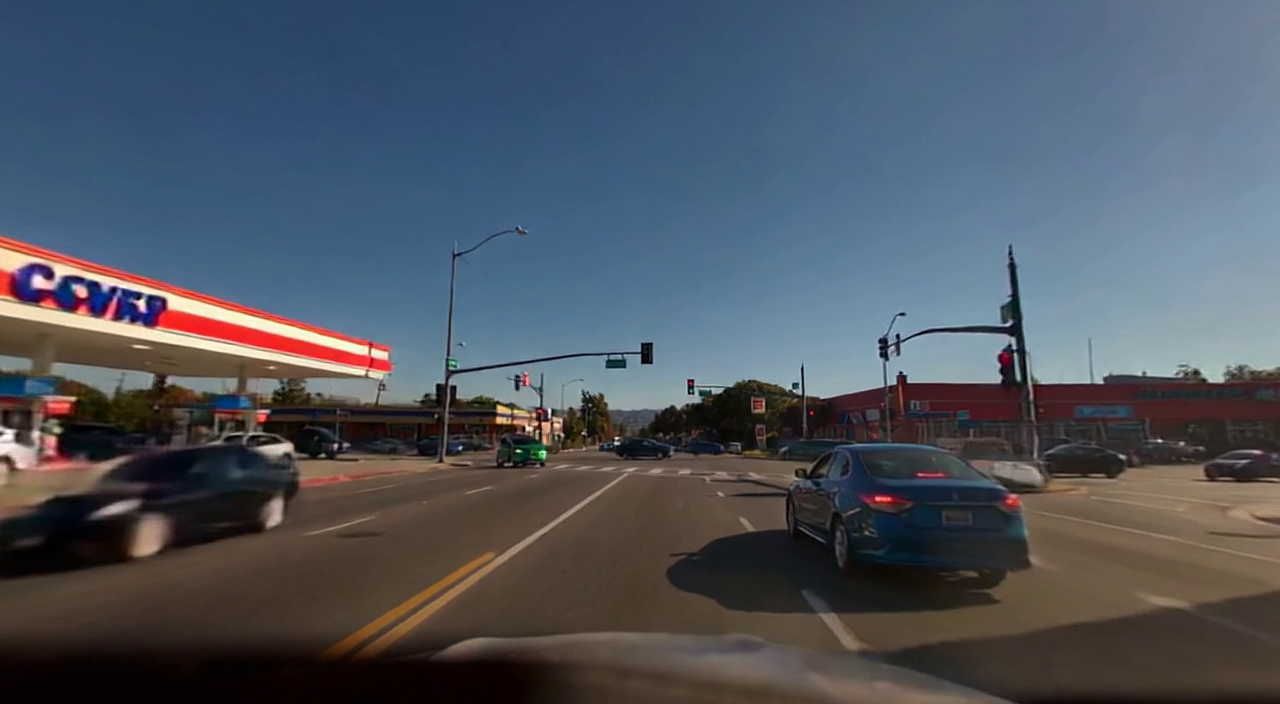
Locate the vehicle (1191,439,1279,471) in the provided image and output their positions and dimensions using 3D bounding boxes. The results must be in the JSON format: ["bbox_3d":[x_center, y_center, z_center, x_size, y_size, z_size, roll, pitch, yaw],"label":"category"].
[{"bbox_3d":[33.238,5.555,34.202,4.568,1.643,1.911,-3,-9,19],"label":"vehicle"}]

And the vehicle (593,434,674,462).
[{"bbox_3d":[-0.452,6.372,41.906,5.107,1.775,1.992,-6,-10,32],"label":"vehicle"}]

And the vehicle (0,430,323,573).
[{"bbox_3d":[-6.634,1.914,8.922,1.917,1.487,4.411,-1,-8,1],"label":"vehicle"}]

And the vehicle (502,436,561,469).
[{"bbox_3d":[-6.008,5.504,34.669,2.196,1.696,4.484,3,-9,-22],"label":"vehicle"}]

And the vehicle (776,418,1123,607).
[{"bbox_3d":[3.004,1.650,7.441,1.995,1.525,4.392,0,-9,2],"label":"vehicle"}]

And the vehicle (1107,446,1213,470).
[{"bbox_3d":[33.214,6.785,40.505,4.792,1.467,1.831,-3,-9,18],"label":"vehicle"}]
